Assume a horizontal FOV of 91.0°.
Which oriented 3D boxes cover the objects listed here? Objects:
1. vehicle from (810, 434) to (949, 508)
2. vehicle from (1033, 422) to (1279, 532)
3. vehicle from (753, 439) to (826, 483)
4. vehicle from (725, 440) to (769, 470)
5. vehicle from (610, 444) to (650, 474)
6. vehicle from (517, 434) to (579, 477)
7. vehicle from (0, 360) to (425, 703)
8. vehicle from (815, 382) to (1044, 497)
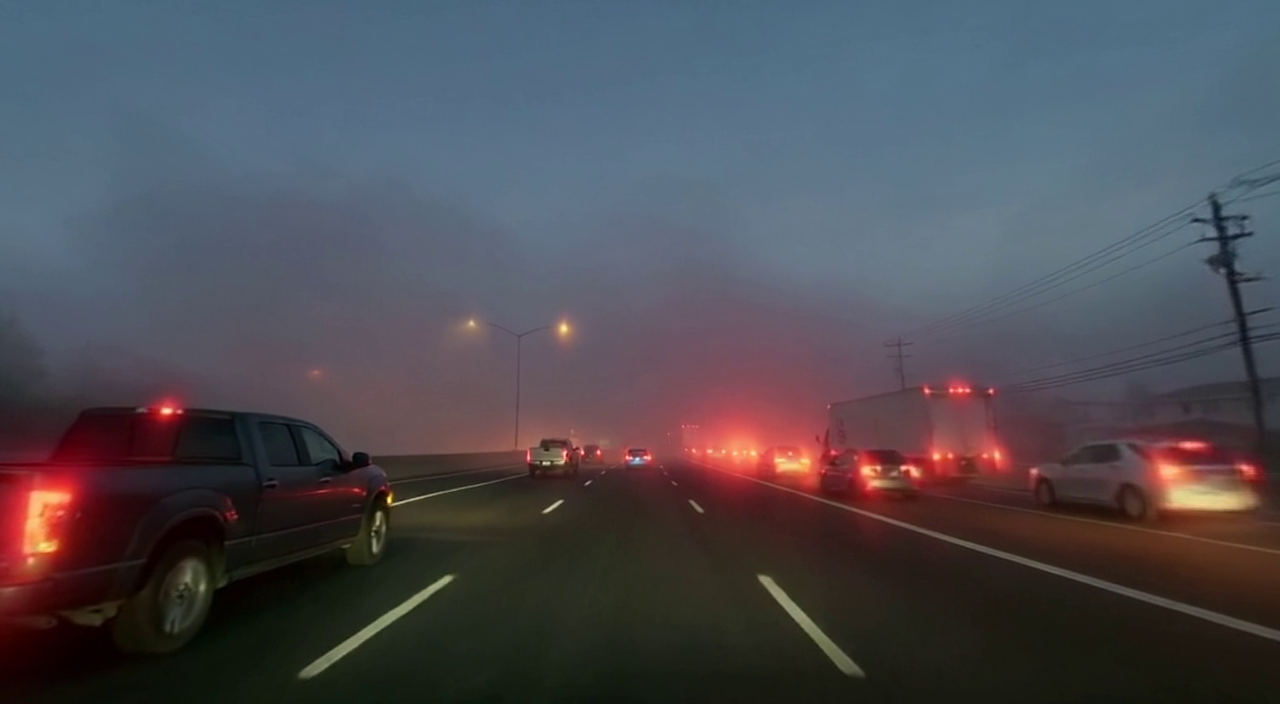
[{"bbox_3d":[5.755,2.891,15.775,1.956,1.576,4.211,0,-8,2],"label":"vehicle"},{"bbox_3d":[10.494,2.371,12.634,2.046,1.754,4.862,0,-8,0],"label":"vehicle"},{"bbox_3d":[6.061,4.435,26.015,1.989,1.642,4.082,0,-8,0],"label":"vehicle"},{"bbox_3d":[6.503,6.265,38.597,1.977,1.705,4.078,0,-8,0],"label":"vehicle"},{"bbox_3d":[-0.496,5.817,34.632,2.060,1.508,4.308,0,-8,0],"label":"vehicle"},{"bbox_3d":[-4.195,4.817,29.557,2.147,1.825,4.602,0,-8,1],"label":"vehicle"},{"bbox_3d":[-3.573,1.197,4.978,2.127,1.705,4.374,0,-8,1],"label":"vehicle"},{"bbox_3d":[10.293,3.476,24.829,3.442,3.405,11.948,0,-8,0],"label":"vehicle"}]
